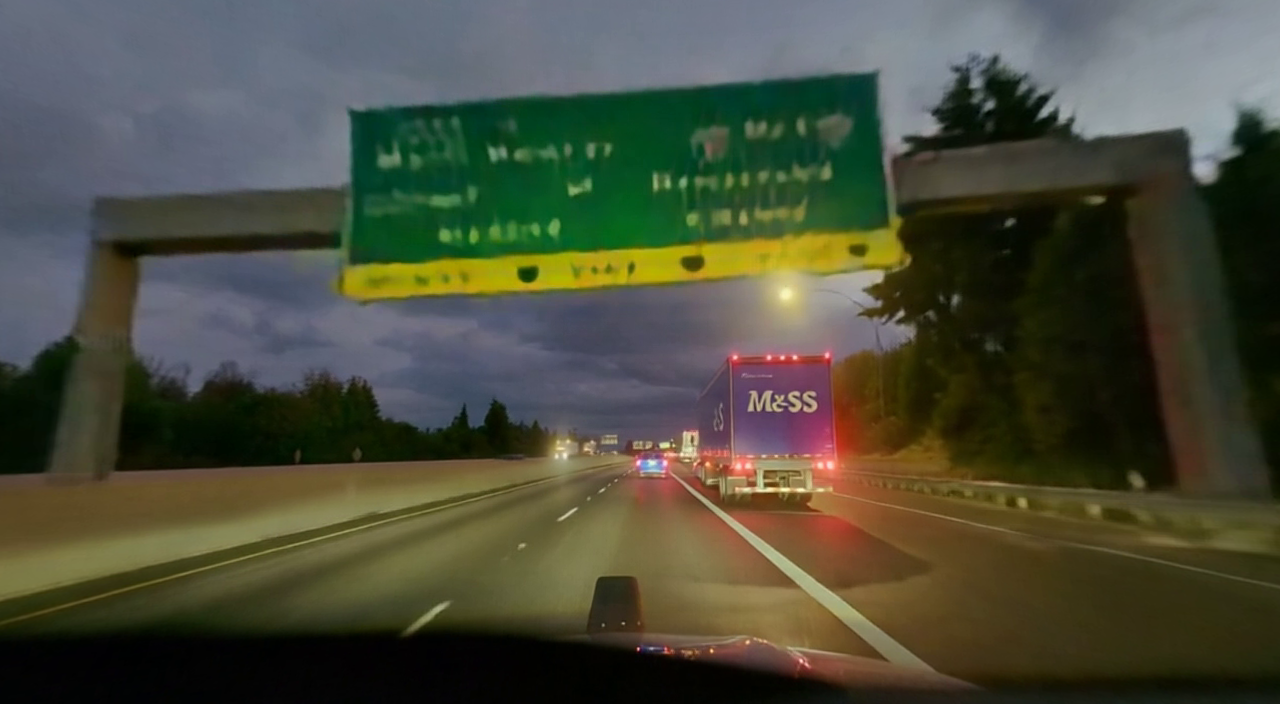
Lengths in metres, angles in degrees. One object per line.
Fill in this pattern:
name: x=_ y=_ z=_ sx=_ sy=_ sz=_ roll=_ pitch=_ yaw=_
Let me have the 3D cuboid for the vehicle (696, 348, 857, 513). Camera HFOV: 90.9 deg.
vehicle: x=3.995 y=3.015 z=22.812 sx=3.002 sy=4.104 sz=14.174 roll=0 pitch=-9 yaw=1

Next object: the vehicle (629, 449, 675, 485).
vehicle: x=0.583 y=5.552 z=30.726 sx=2.121 sy=1.642 sz=3.828 roll=0 pitch=-9 yaw=1
